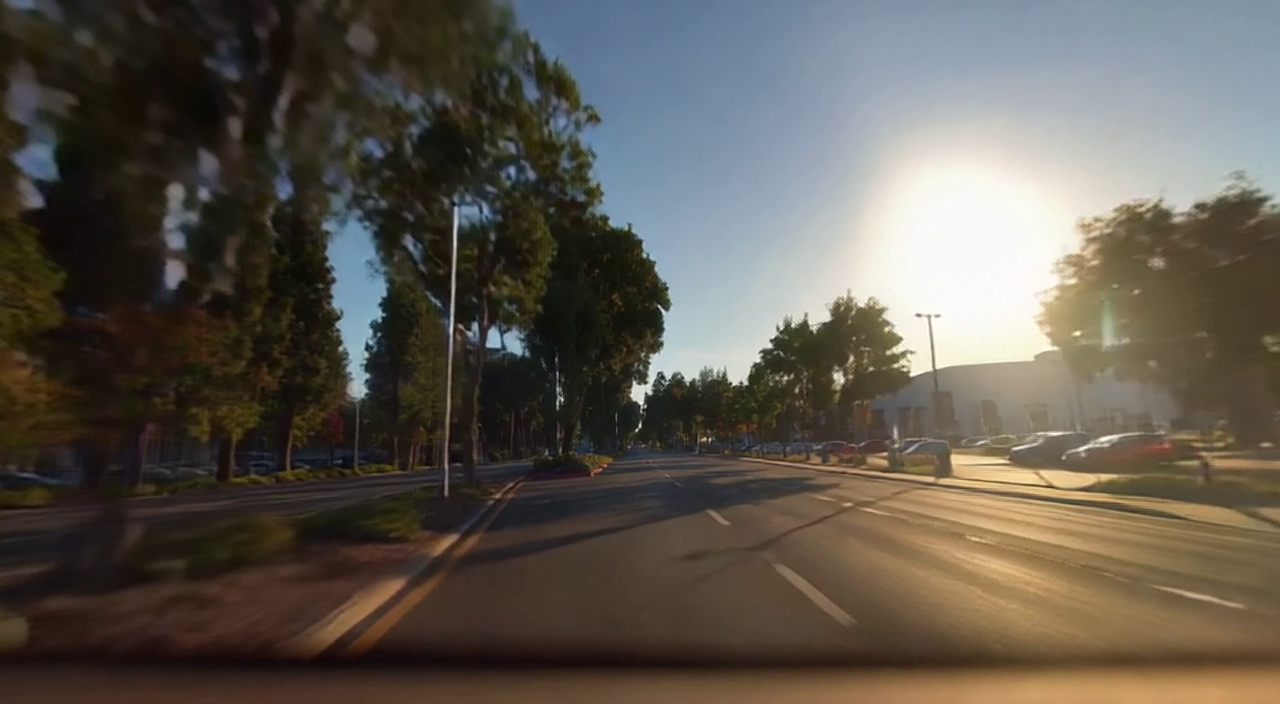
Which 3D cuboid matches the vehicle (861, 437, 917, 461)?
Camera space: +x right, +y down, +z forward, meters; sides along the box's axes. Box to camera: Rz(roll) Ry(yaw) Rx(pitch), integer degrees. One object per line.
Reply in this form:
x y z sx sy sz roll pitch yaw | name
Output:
19.515 7.620 49.669 1.995 1.673 4.725 -1 -9 -7 | vehicle

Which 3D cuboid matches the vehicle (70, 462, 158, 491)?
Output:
-30.922 7.318 37.117 4.663 1.565 2.027 -6 -10 25 | vehicle

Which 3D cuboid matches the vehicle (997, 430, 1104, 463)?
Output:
20.966 4.874 32.551 2.048 1.559 4.758 0 -9 -4 | vehicle

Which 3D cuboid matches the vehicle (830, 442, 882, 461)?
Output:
16.994 7.857 49.972 1.974 1.446 4.614 1 -9 -8 | vehicle

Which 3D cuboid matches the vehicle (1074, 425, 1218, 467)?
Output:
21.117 3.999 26.691 1.941 1.511 4.690 -2 -9 -3 | vehicle
